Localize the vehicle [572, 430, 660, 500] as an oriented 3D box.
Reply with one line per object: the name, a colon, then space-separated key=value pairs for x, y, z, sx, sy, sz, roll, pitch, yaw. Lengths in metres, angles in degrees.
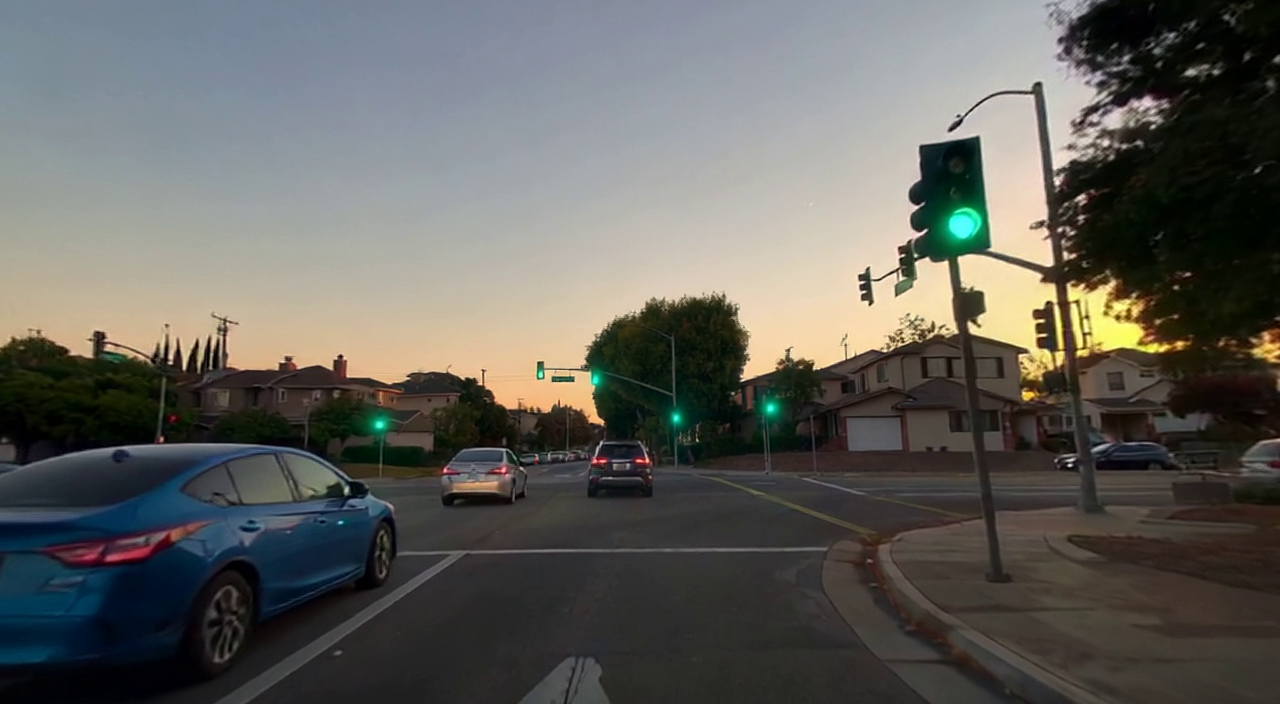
vehicle: x=-0.732 y=3.444 z=19.625 sx=2.396 sy=1.881 sz=4.606 roll=0 pitch=-9 yaw=-2

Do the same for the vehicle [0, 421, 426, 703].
vehicle: x=-3.576 y=1.419 z=5.210 sx=1.977 sy=1.488 sz=4.741 roll=0 pitch=-9 yaw=0

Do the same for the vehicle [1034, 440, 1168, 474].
vehicle: x=20.542 y=4.694 z=28.330 sx=4.353 sy=1.431 sz=1.876 roll=-2 pitch=-9 yaw=13

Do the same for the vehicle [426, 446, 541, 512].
vehicle: x=-3.885 y=3.205 z=16.493 sx=1.934 sy=1.459 sz=4.368 roll=0 pitch=-9 yaw=-1
